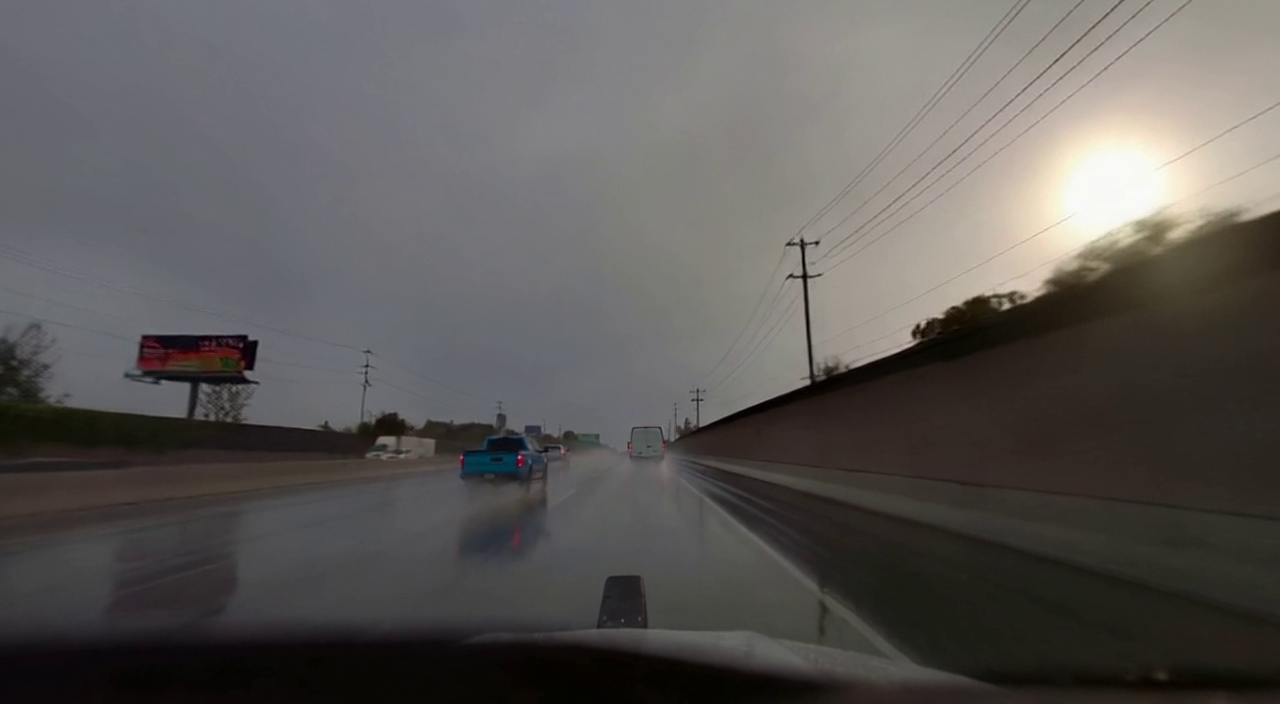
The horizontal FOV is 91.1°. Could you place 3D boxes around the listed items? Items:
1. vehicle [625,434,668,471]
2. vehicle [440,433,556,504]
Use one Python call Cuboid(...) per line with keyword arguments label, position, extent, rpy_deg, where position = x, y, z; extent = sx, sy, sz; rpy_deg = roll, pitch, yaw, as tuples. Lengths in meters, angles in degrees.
Cuboid(label="vehicle", position=(0.412, 6.720, 42.263), extent=(2.692, 2.279, 5.695), rpy_deg=(0, -9, 0))
Cuboid(label="vehicle", position=(-3.851, 3.265, 18.035), extent=(2.145, 1.730, 4.729), rpy_deg=(0, -9, 1))
